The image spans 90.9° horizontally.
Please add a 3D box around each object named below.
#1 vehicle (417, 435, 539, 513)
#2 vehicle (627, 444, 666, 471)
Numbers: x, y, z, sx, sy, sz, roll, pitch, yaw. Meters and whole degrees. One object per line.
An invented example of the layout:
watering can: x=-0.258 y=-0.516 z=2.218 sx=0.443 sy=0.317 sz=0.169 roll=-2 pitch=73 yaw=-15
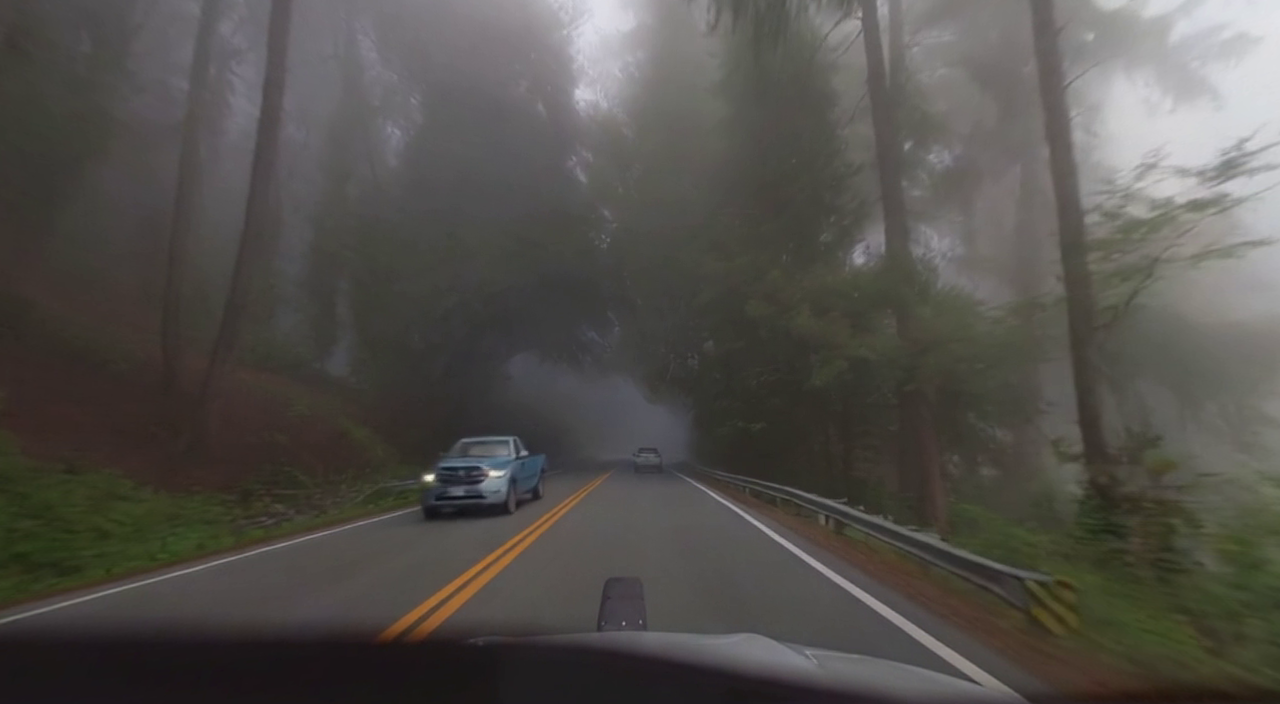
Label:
vehicle: x=-3.927 y=3.019 z=16.181 sx=1.953 sy=1.676 sz=4.508 roll=0 pitch=-8 yaw=0
vehicle: x=0.338 y=6.272 z=37.869 sx=2.120 sy=1.491 sz=4.349 roll=0 pitch=-8 yaw=-2
